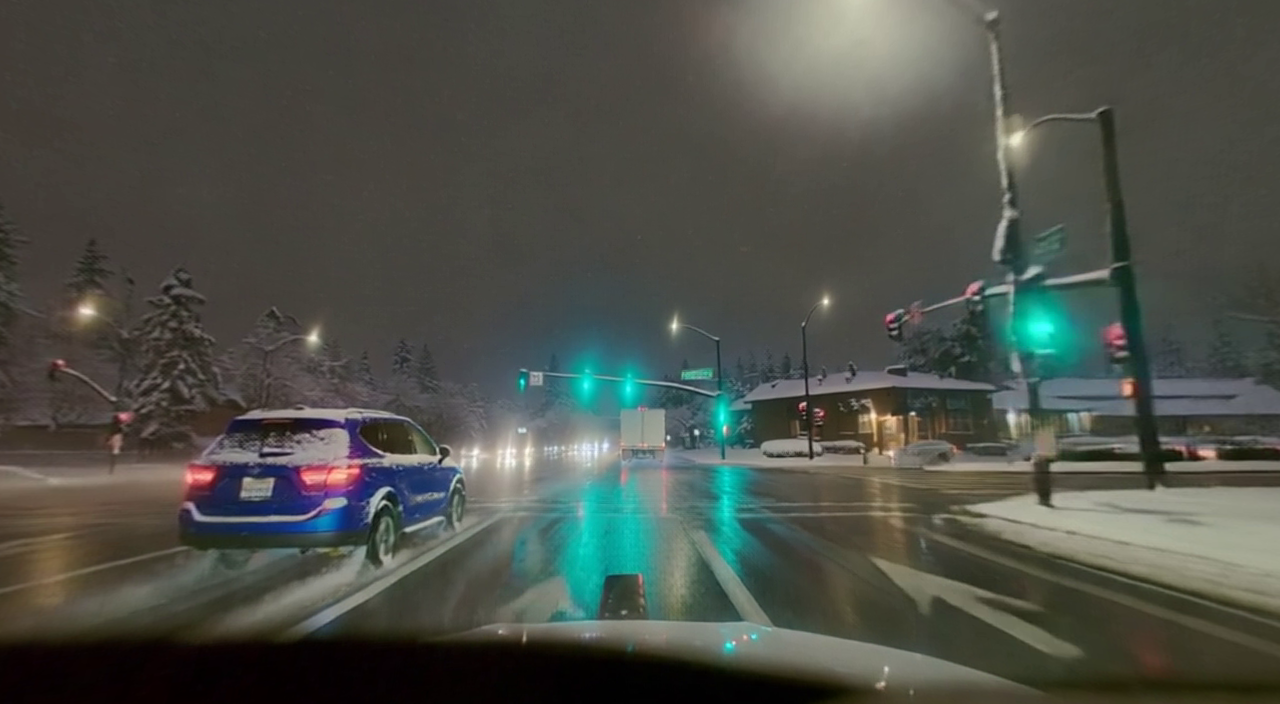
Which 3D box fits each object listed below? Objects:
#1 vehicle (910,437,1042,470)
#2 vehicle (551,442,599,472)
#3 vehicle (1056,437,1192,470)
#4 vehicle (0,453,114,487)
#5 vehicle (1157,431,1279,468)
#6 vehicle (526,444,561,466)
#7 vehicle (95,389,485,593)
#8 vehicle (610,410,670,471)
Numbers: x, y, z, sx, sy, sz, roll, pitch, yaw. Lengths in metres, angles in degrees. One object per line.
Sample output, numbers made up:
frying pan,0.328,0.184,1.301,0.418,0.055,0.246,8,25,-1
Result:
vehicle,15.708,4.764,29.522,4.983,1.511,2.077,0,-8,-1
vehicle,-3.310,5.452,32.869,2.023,1.483,4.143,0,-8,1
vehicle,22.755,4.794,29.629,4.716,1.494,2.001,0,-8,0
vehicle,-28.992,5.766,30.980,1.868,1.465,4.810,0,-8,0
vehicle,30.639,5.068,32.635,5.530,1.827,2.161,0,-8,0
vehicle,-7.007,7.533,46.075,1.933,1.477,4.119,0,-8,0
vehicle,-3.779,1.610,8.203,2.178,1.826,4.933,0,-8,1
vehicle,0.048,4.889,34.595,2.993,3.051,6.692,0,-8,1
